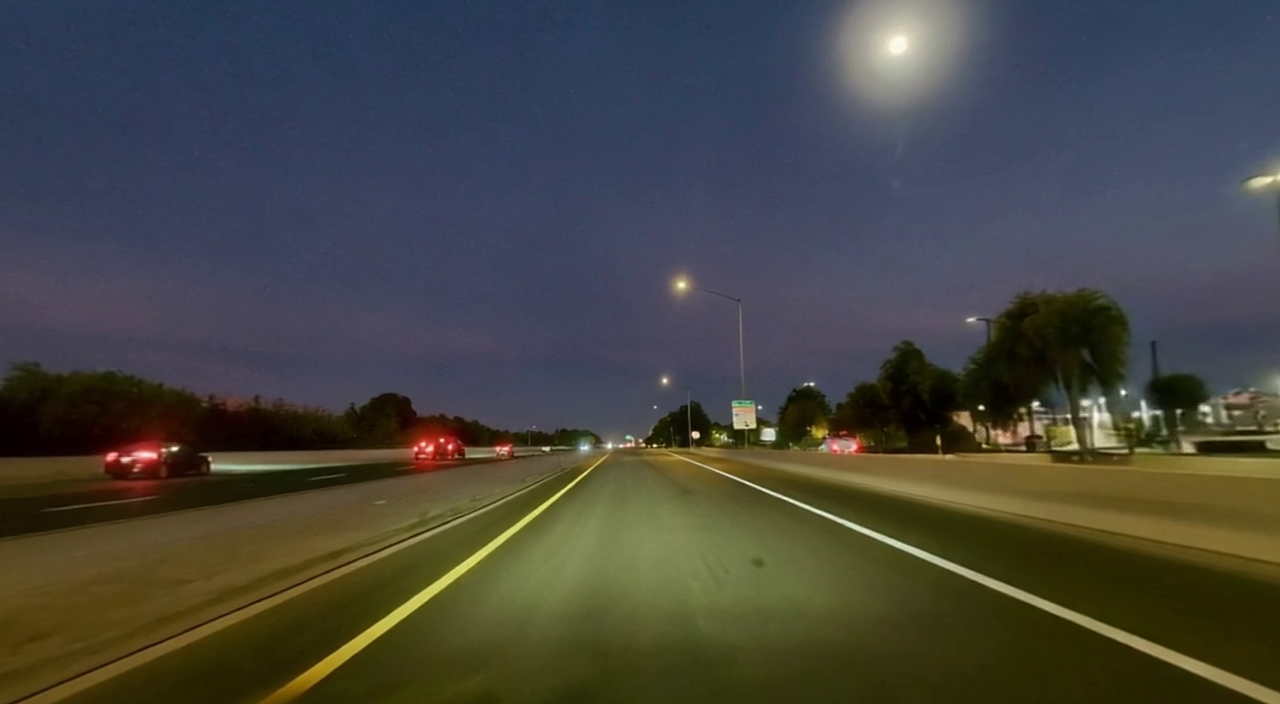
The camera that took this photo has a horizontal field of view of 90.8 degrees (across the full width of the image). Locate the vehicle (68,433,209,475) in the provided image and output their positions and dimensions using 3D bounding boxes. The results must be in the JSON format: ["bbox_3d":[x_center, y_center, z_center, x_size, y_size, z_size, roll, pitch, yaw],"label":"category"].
[{"bbox_3d":[-19.917,4.084,25.407,2.068,1.518,4.438,0,-9,-1],"label":"vehicle"}]

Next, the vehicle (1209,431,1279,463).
[{"bbox_3d":[30.519,4.576,30.450,4.141,1.505,1.972,-1,-9,3],"label":"vehicle"}]
